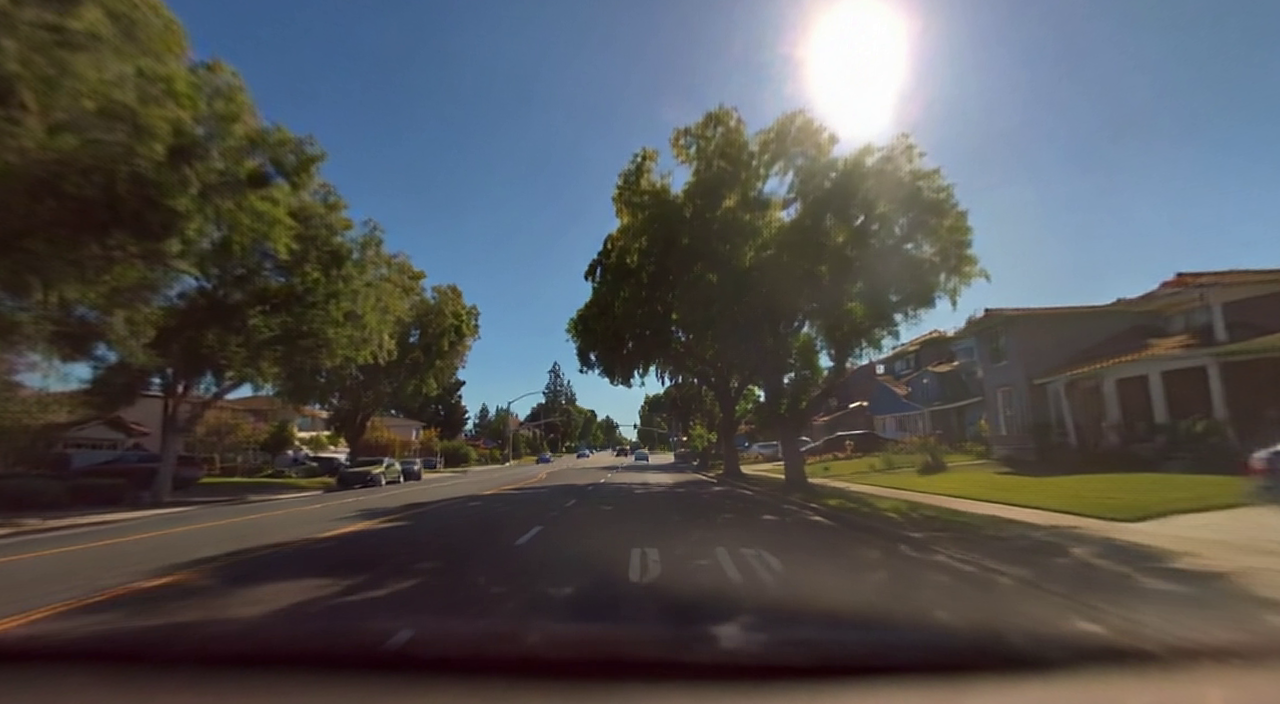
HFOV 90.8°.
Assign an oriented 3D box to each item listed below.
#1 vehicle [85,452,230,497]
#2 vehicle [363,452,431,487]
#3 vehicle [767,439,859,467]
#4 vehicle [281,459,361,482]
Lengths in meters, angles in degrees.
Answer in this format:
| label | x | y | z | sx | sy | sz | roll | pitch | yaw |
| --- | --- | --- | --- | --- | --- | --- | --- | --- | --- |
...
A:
| label | x | y | z | sx | sy | sz | roll | pitch | yaw |
| --- | --- | --- | --- | --- | --- | --- | --- | --- | --- |
| vehicle | -21.206 | 5.387 | 27.920 | 4.756 | 1.869 | 2.042 | -1 | -9 | 3 |
| vehicle | -14.452 | 6.959 | 37.926 | 2.008 | 1.908 | 5.305 | 0 | -9 | -1 |
| vehicle | 9.927 | 5.808 | 36.515 | 4.660 | 1.513 | 2.067 | 0 | -8 | -2 |
| vehicle | -21.173 | 7.843 | 42.049 | 4.284 | 1.431 | 1.811 | 0 | -9 | 0 |
